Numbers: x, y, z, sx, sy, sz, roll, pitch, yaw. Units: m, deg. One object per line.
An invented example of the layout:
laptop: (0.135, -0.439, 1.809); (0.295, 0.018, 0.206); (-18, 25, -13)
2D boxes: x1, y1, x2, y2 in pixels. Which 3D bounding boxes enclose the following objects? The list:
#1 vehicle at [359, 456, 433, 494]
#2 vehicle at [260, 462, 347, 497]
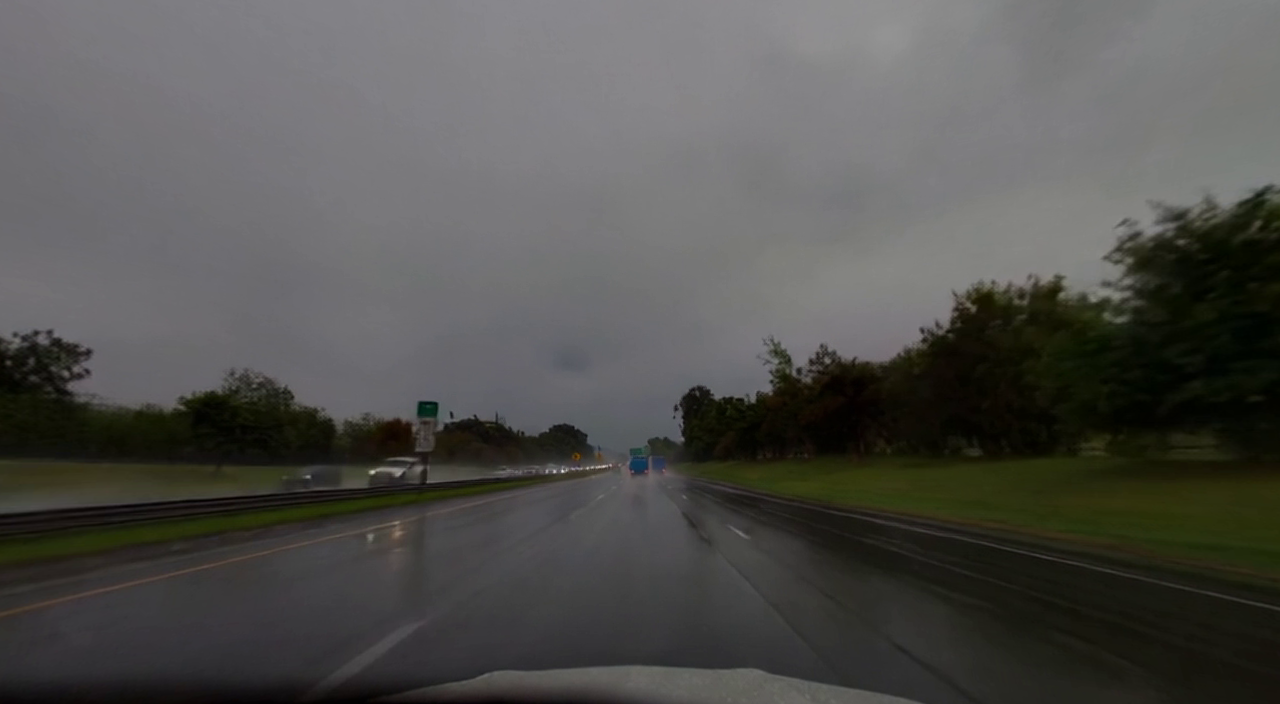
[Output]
vehicle: (-13.319, 6.771, 34.815); (2.203, 1.927, 4.857); (1, -11, -1)
vehicle: (-17.241, 6.557, 32.561); (2.006, 1.607, 4.436); (1, -11, 0)
